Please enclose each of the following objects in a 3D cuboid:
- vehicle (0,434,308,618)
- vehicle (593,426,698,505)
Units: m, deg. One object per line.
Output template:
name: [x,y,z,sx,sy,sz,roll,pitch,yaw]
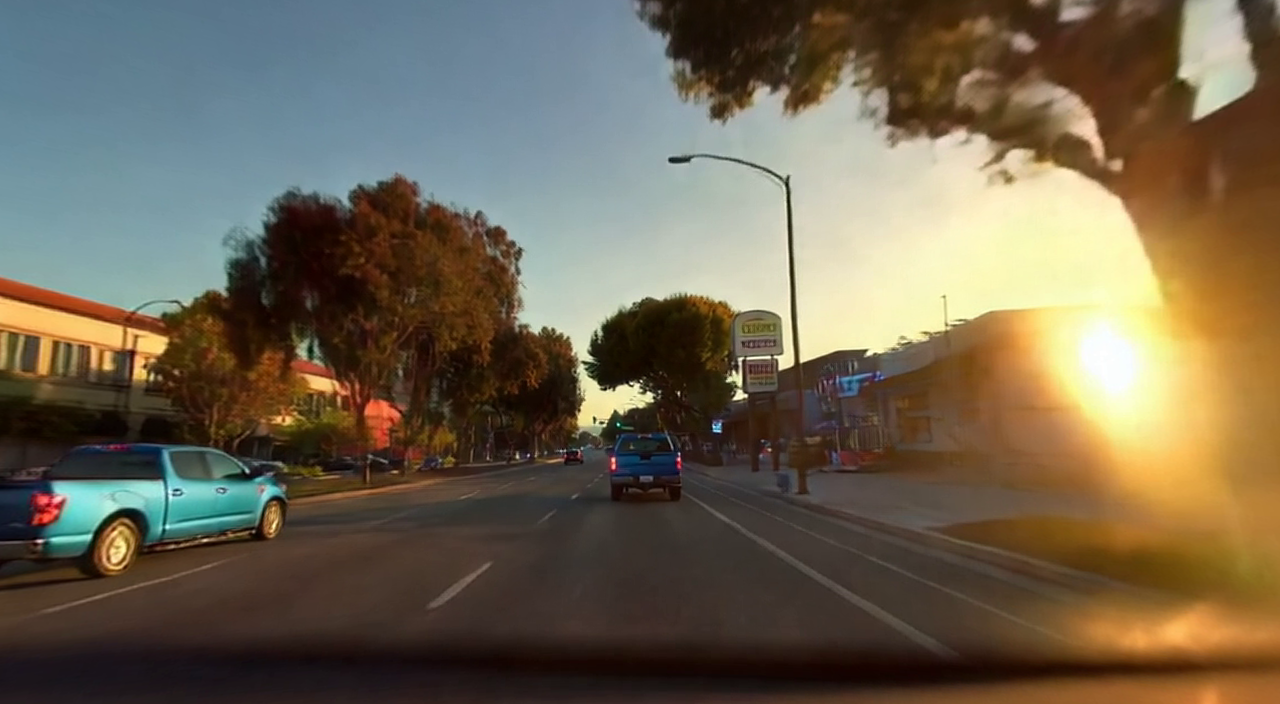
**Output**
vehicle: [-5.959,1.718,7.229,1.888,1.424,4.553,0,-9,-1]
vehicle: [0.039,3.282,18.626,2.590,1.932,5.776,1,-9,-2]
